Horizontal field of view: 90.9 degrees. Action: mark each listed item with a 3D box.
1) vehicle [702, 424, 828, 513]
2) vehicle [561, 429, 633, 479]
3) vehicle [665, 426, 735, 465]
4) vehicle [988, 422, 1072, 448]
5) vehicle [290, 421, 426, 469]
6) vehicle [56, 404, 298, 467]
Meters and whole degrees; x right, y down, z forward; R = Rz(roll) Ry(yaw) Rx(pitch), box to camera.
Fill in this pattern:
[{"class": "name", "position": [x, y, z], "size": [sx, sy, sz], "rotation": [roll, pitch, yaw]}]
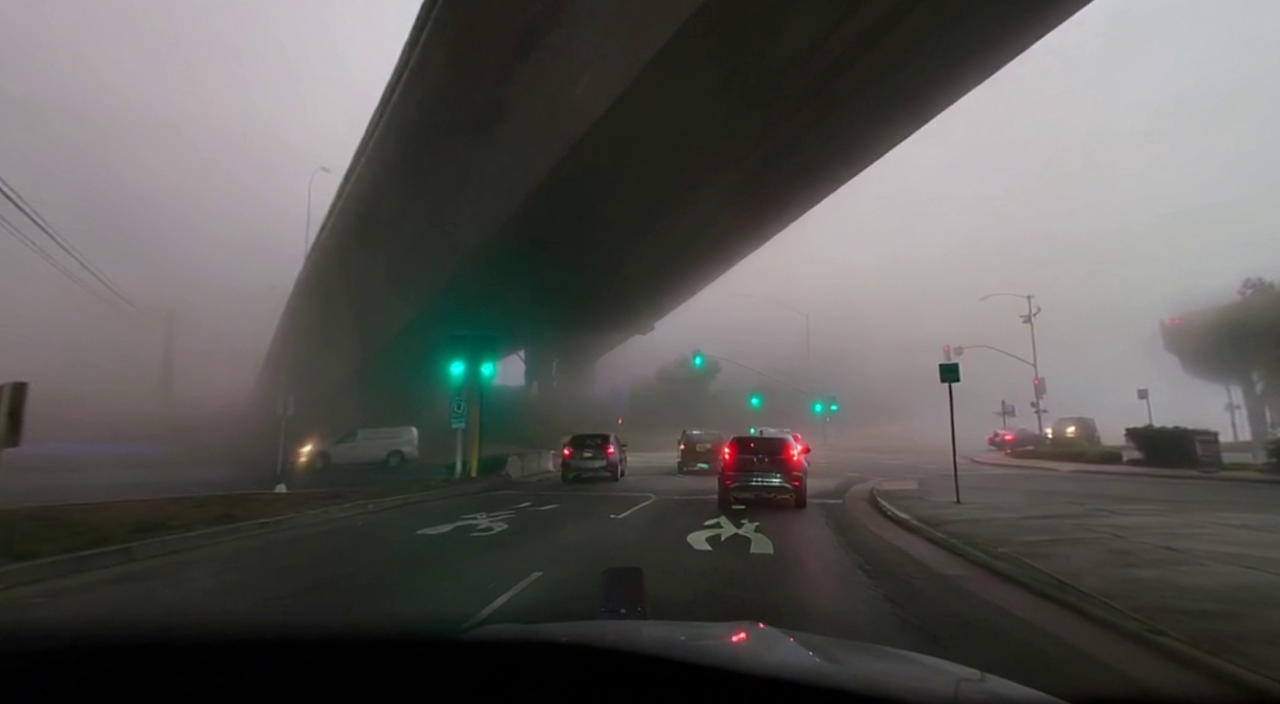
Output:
[{"class": "vehicle", "position": [2.487, 2.409, 13.543], "size": [2.195, 1.571, 4.353], "rotation": [-1, -8, 6]}, {"class": "vehicle", "position": [-1.542, 3.471, 21.744], "size": [2.214, 1.519, 4.704], "rotation": [1, -8, -6]}, {"class": "vehicle", "position": [2.452, 4.022, 27.167], "size": [2.332, 1.543, 4.730], "rotation": [0, -8, -3]}, {"class": "vehicle", "position": [25.008, 5.344, 40.442], "size": [4.755, 1.623, 2.290], "rotation": [4, -9, -25]}, {"class": "vehicle", "position": [-11.972, 3.987, 27.075], "size": [4.761, 1.930, 2.175], "rotation": [0, -8, -3]}, {"class": "vehicle", "position": [-31.291, 5.852, 44.223], "size": [3.136, 3.659, 13.988], "rotation": [-3, -8, 21]}]
